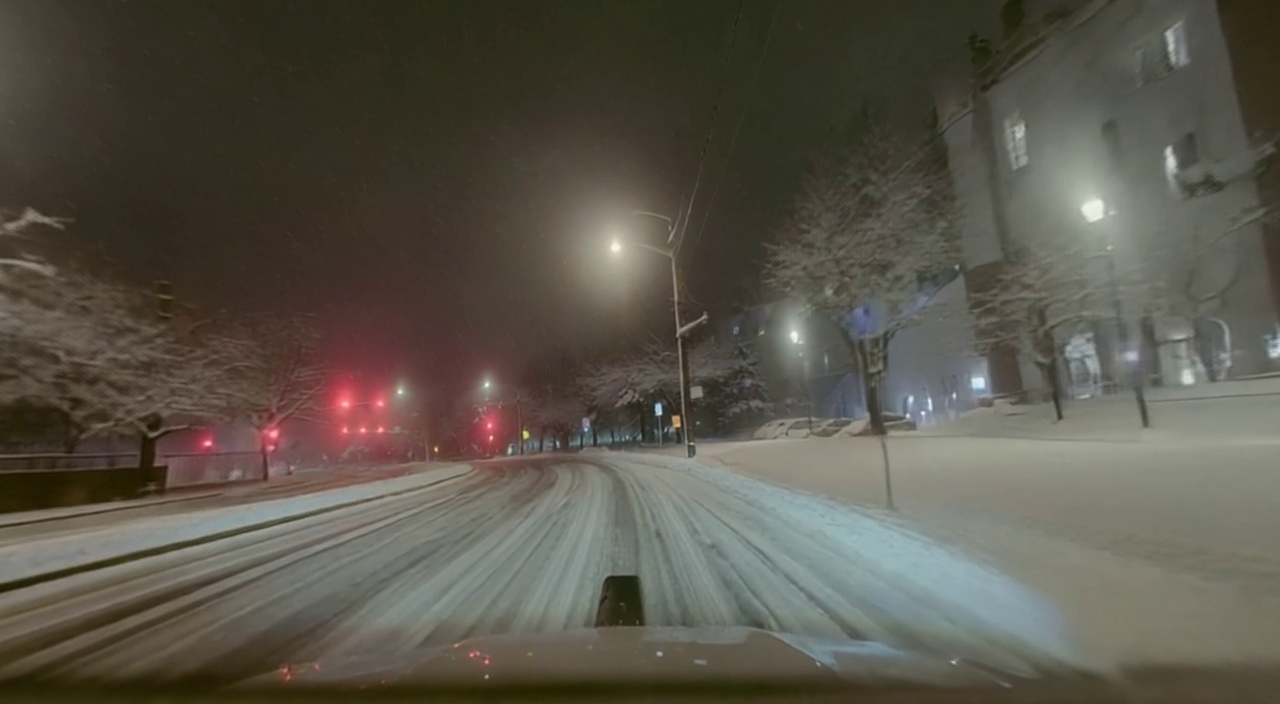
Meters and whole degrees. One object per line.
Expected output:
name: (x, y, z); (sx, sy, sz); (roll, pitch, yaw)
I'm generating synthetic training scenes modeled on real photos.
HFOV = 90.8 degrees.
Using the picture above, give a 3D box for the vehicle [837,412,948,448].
vehicle: (11.727, 3.667, 29.516); (4.332, 1.581, 2.028); (1, -8, -11)

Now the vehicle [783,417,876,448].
vehicle: (10.403, 4.453, 34.809); (4.400, 1.584, 1.964); (2, -9, -12)
